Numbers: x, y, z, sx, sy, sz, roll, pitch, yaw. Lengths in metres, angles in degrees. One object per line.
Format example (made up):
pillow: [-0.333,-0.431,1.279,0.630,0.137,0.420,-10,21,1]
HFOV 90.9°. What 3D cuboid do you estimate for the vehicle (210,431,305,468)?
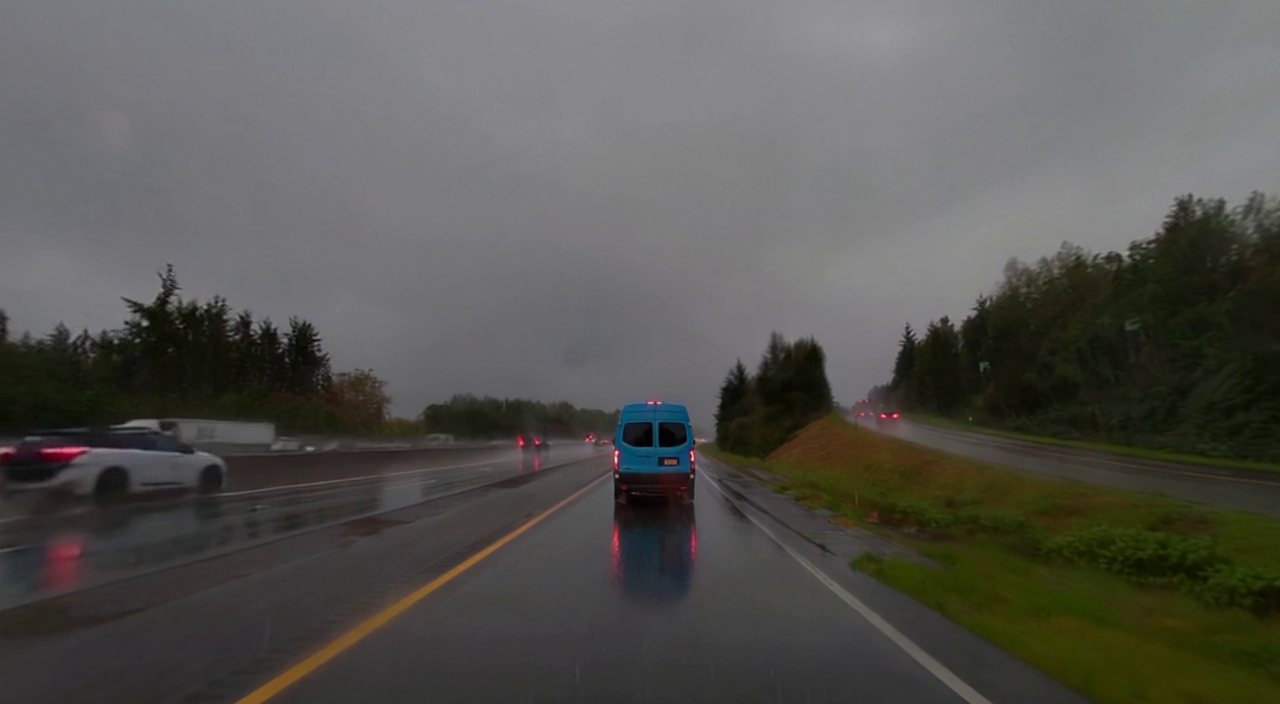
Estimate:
vehicle: [-20.255,5.182,33.664,2.008,1.823,4.501,-1,-8,3]

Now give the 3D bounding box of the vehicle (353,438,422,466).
vehicle: [-15.444,6.119,38.847,2.046,1.585,4.743,-1,-8,4]

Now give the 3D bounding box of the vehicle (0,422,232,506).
vehicle: [-13.078,2.758,16.013,2.104,1.795,4.737,-1,-8,2]

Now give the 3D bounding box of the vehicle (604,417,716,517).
vehicle: [0.311,2.440,13.913,2.043,1.821,4.558,0,-8,-1]
